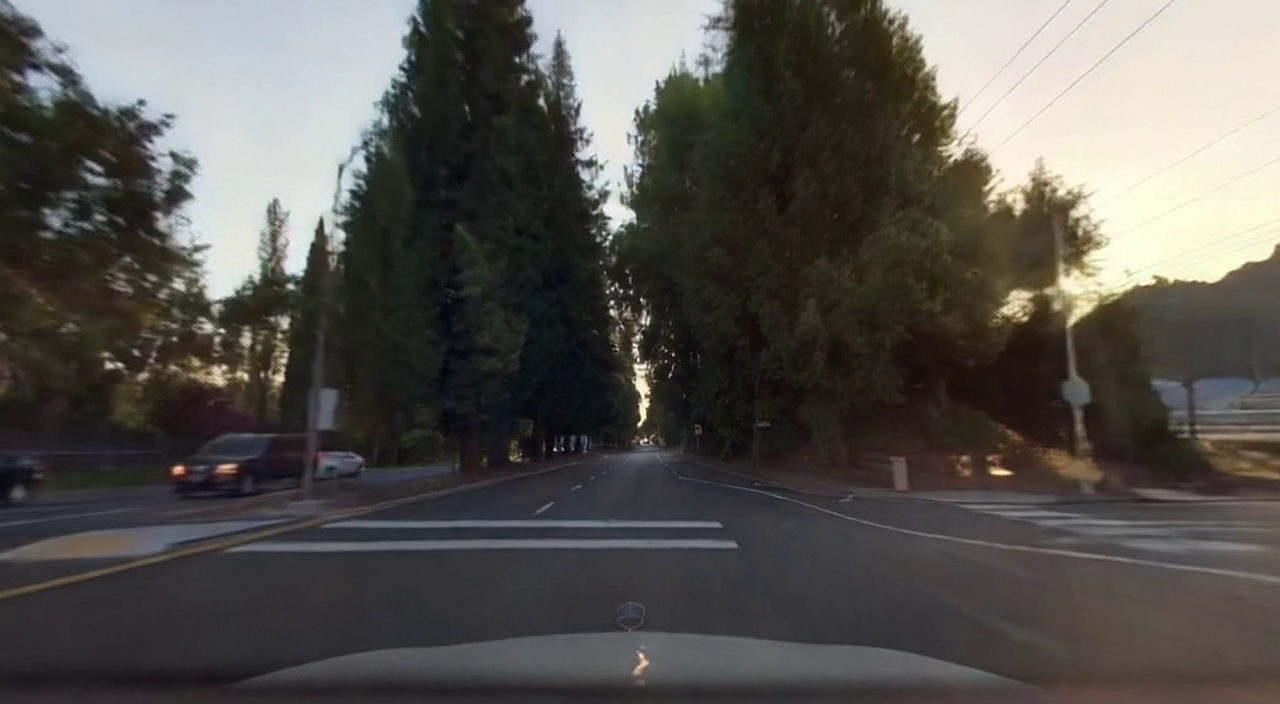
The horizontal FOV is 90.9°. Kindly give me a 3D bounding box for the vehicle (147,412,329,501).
[{"bbox_3d":[-13.347,3.522,21.599,2.305,2.620,5.830,0,-8,0],"label":"vehicle"}]
